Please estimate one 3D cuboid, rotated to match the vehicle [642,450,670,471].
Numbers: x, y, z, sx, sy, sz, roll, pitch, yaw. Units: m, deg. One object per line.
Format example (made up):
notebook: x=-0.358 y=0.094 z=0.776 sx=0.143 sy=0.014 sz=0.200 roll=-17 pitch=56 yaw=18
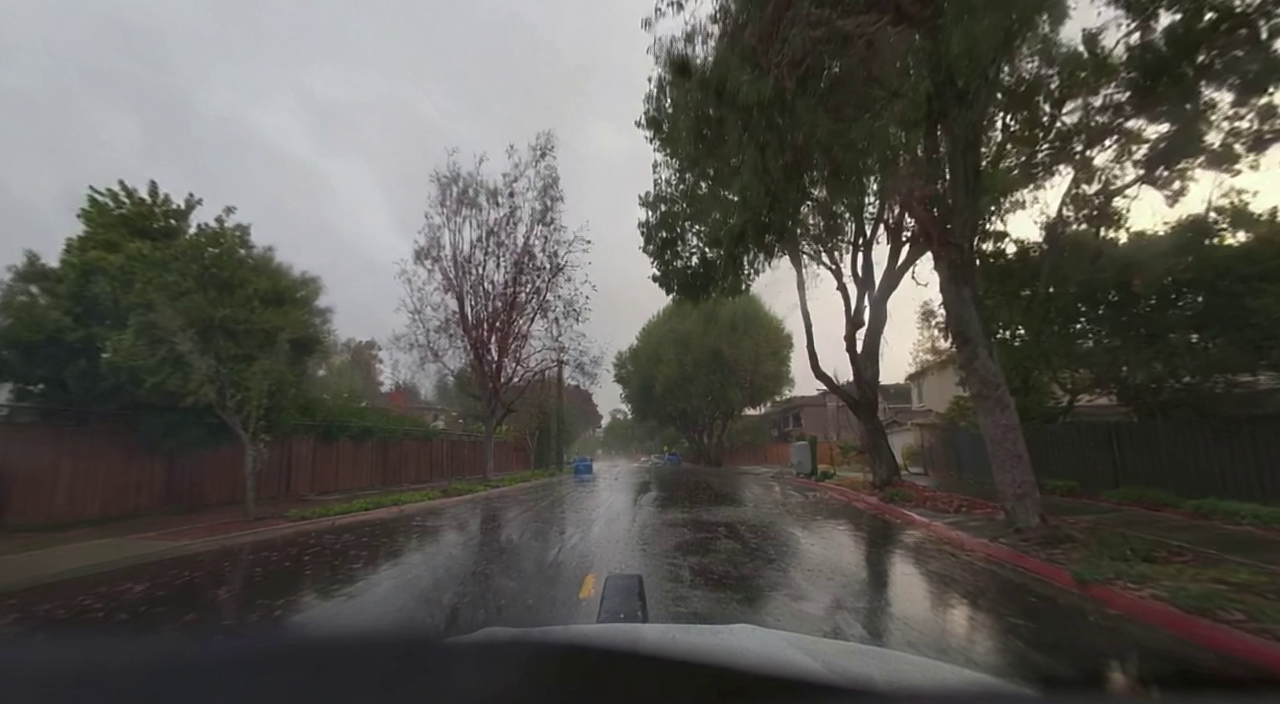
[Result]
vehicle: x=1.220 y=8.315 z=48.640 sx=2.064 sy=1.477 sz=3.968 roll=0 pitch=-9 yaw=1
